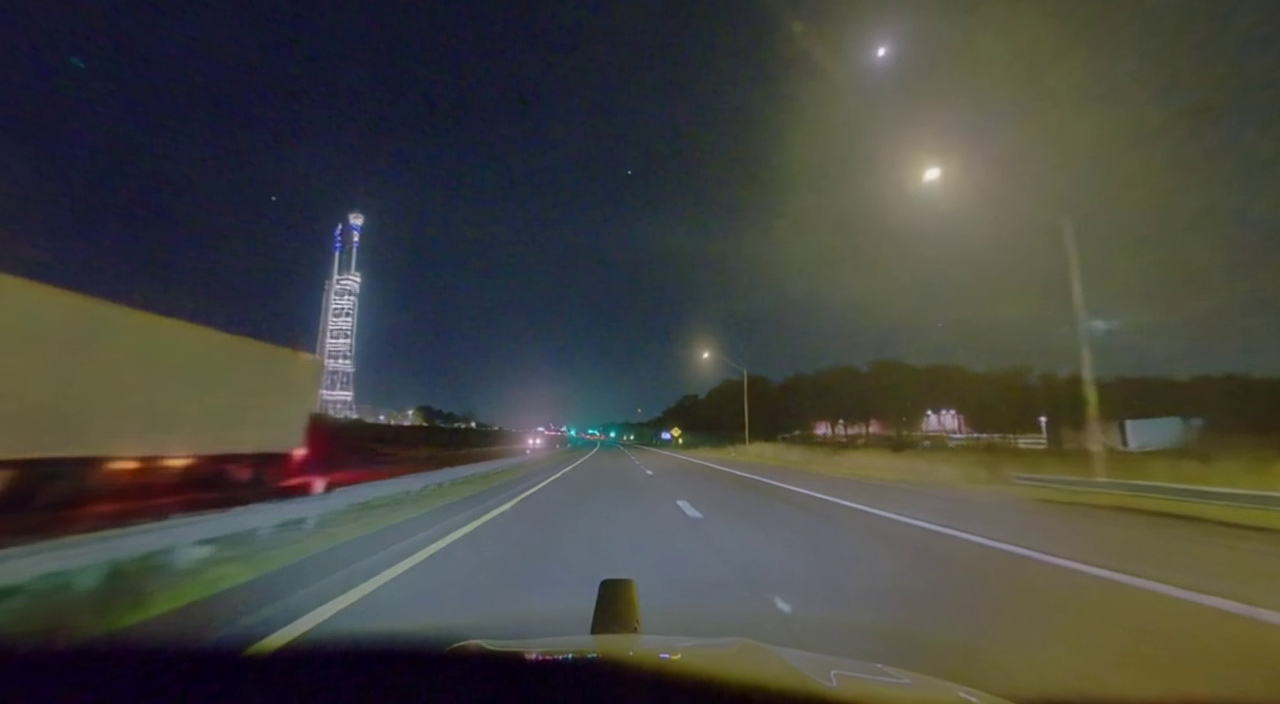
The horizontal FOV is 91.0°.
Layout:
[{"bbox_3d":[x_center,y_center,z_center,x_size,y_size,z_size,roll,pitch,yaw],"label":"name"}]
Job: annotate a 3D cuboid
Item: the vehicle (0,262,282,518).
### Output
[{"bbox_3d":[-11.908,0.762,11.135,3.200,4.073,14.310,0,-8,-2],"label":"vehicle"}]
